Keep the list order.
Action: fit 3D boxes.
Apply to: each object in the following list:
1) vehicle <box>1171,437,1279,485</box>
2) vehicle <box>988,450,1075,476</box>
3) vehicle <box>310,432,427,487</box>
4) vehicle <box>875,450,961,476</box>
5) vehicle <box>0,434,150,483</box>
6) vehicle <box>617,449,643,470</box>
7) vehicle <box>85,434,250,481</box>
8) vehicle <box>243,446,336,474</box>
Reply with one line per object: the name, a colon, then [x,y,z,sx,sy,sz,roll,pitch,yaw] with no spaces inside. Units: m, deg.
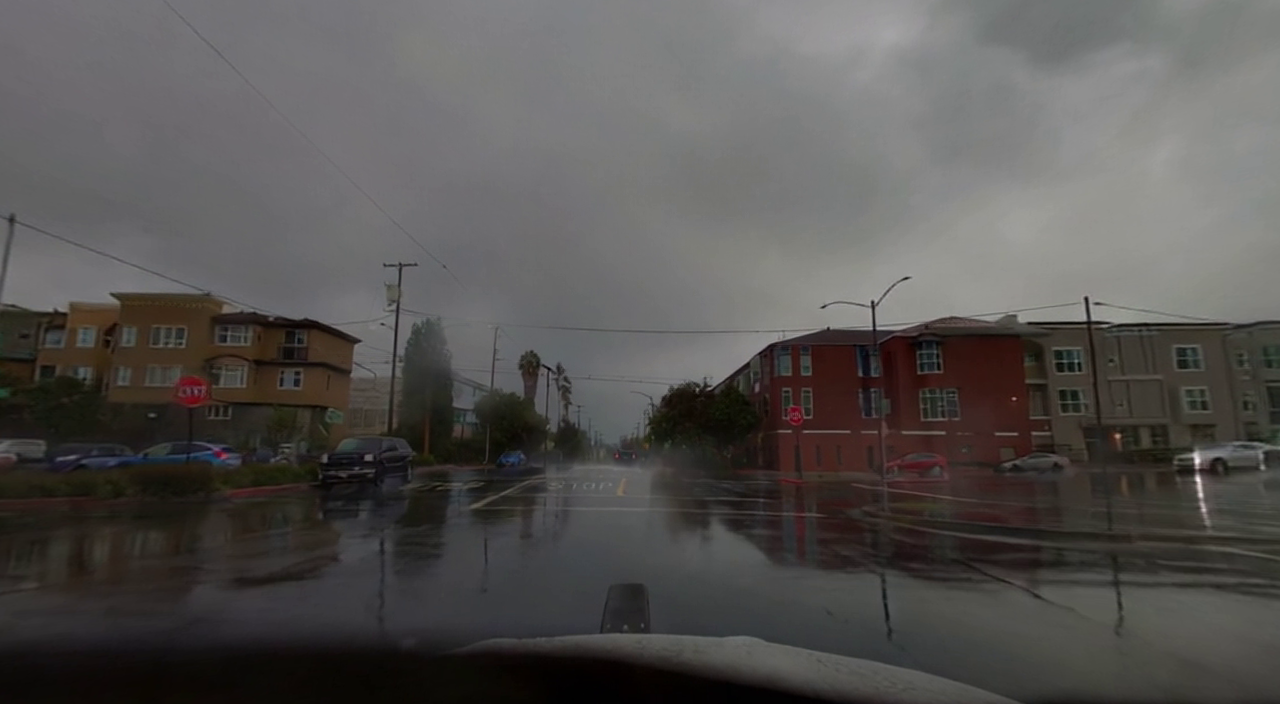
vehicle: [28.545,5.077,29.517,5.277,2.032,2.408,2,-6,-4]
vehicle: [24.959,7.099,40.234,4.323,1.507,1.896,2,-8,-4]
vehicle: [-8.978,3.631,21.398,2.156,1.620,4.945,1,-9,-6]
vehicle: [17.506,6.996,39.788,4.528,1.458,1.939,2,-7,-5]
vehicle: [-21.608,3.992,23.955,1.887,1.619,4.187,-4,-9,30]
vehicle: [-0.833,8.469,49.657,1.851,1.471,4.372,1,-8,-4]
vehicle: [-18.142,4.035,24.440,2.010,1.583,4.582,-5,-10,34]
vehicle: [-20.728,6.407,37.397,4.277,1.527,1.987,1,-8,-3]
